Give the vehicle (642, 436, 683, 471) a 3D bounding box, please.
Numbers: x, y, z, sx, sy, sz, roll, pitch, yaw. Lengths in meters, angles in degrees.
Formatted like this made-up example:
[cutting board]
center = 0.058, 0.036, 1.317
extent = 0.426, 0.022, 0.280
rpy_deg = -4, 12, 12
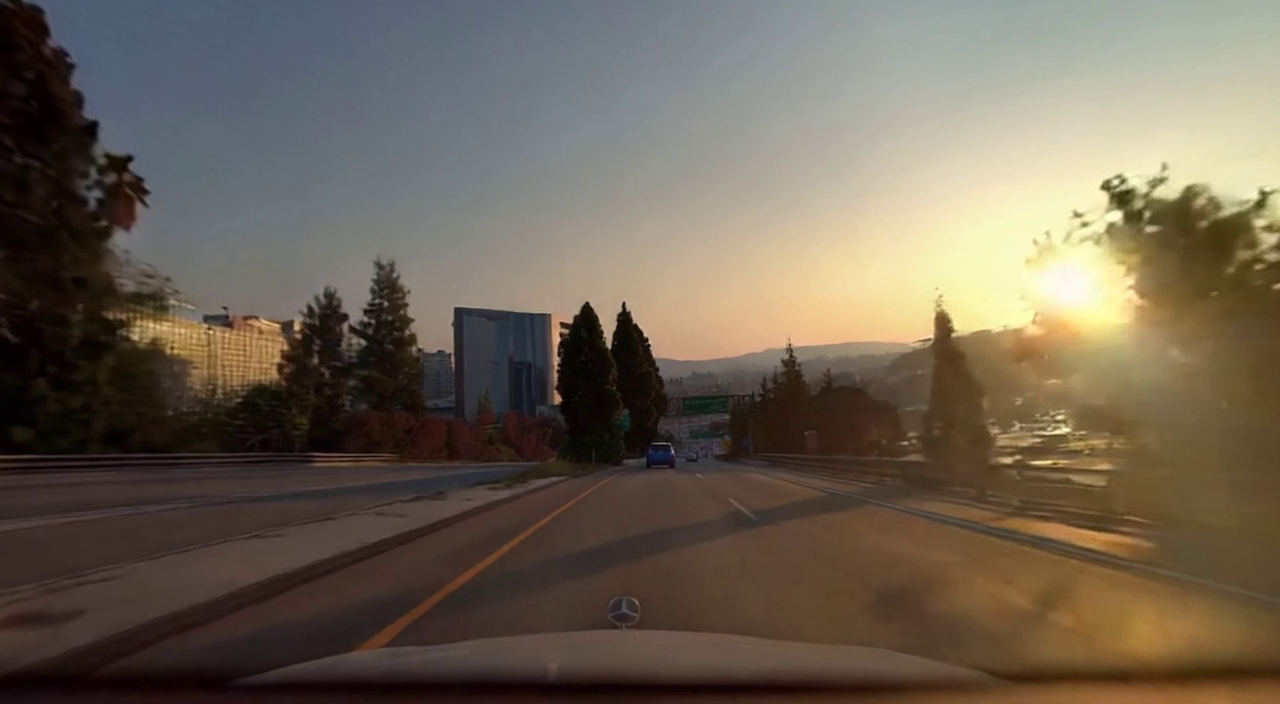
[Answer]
[vehicle]
center = 1.556, 6.758, 42.085
extent = 2.546, 2.126, 5.153
rpy_deg = -1, -8, 3
